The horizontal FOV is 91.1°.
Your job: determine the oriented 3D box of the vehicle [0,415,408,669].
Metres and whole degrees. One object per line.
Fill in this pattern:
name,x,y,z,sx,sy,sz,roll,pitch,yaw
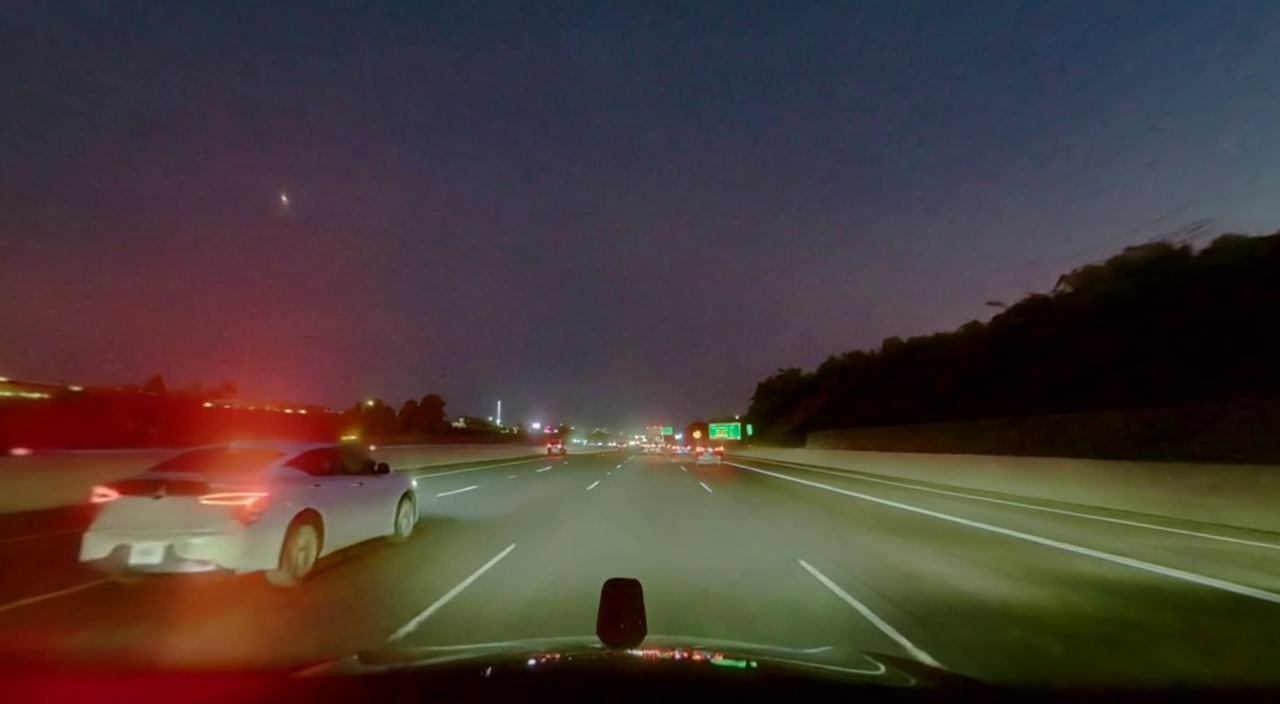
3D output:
vehicle,-3.956,1.425,5.827,1.947,1.479,4.114,0,-8,1

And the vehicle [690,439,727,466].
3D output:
vehicle,4.474,6.631,41.435,2.046,1.655,4.143,0,-8,1
